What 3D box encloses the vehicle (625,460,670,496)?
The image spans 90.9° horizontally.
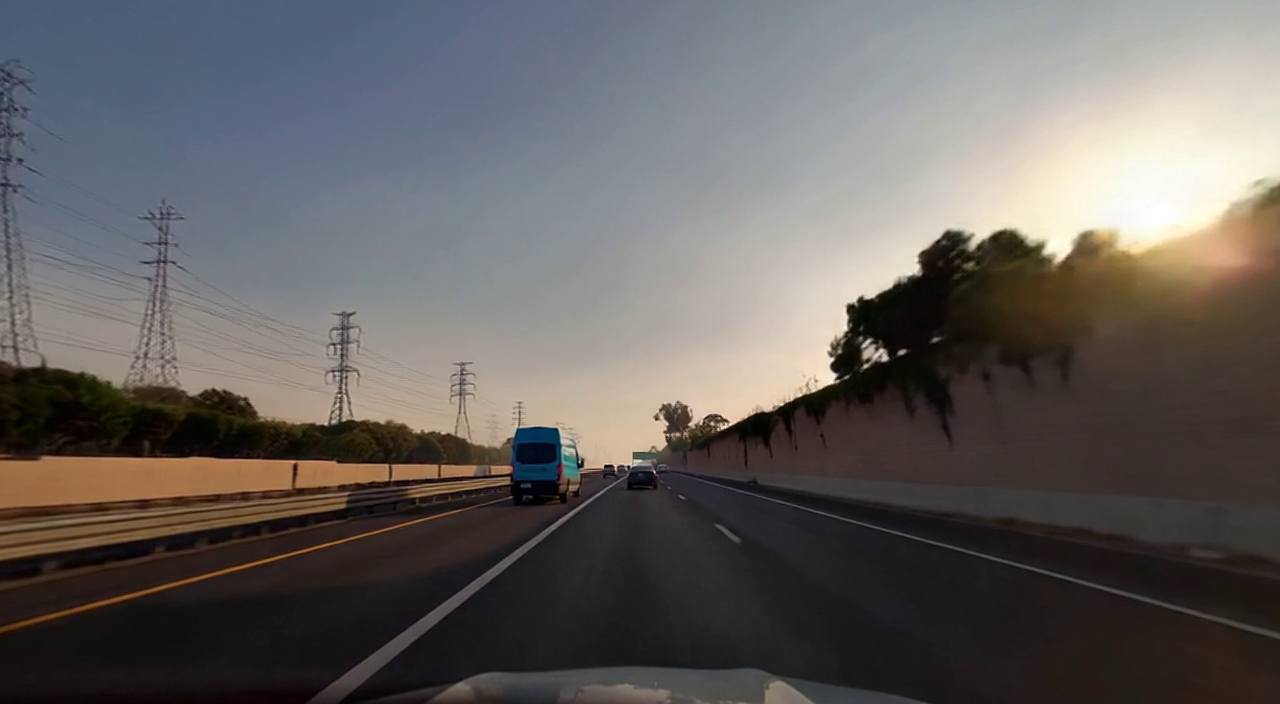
[{"bbox_3d":[0.333,6.011,30.152,2.006,1.554,3.863,1,-10,0],"label":"vehicle"}]

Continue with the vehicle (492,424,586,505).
[{"bbox_3d":[-3.594,4.311,24.057,2.394,2.609,6.875,1,-10,0],"label":"vehicle"}]
